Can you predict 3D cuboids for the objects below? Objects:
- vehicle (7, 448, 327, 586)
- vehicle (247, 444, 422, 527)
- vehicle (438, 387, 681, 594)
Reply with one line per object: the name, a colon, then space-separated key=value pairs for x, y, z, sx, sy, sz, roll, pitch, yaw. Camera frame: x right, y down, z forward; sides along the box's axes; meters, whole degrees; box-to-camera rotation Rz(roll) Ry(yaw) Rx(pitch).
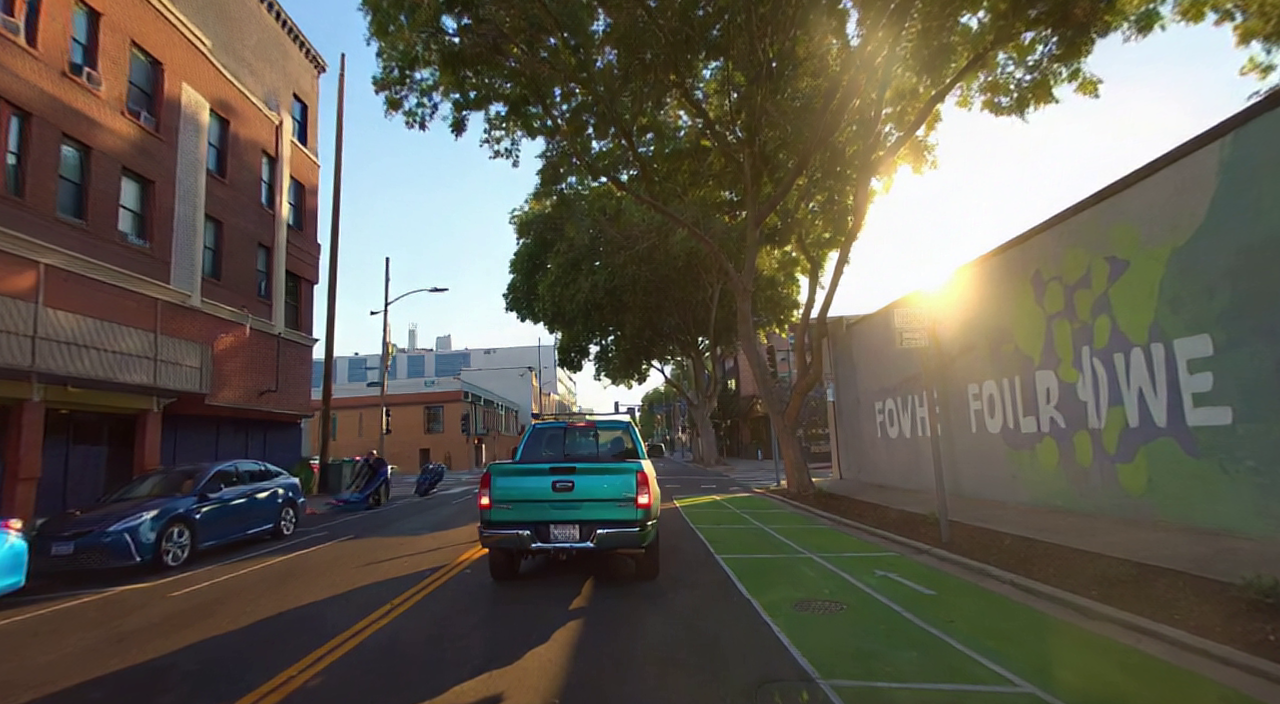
vehicle: x=-7.169 y=2.453 z=10.374 sx=1.882 sy=1.686 sz=4.489 roll=0 pitch=-8 yaw=-2
vehicle: x=-7.394 y=3.230 z=16.058 sx=1.884 sy=1.730 sz=5.076 roll=0 pitch=-8 yaw=0
vehicle: x=-0.713 y=1.606 z=8.157 sx=2.215 sy=1.882 sz=4.611 roll=0 pitch=-8 yaw=1
